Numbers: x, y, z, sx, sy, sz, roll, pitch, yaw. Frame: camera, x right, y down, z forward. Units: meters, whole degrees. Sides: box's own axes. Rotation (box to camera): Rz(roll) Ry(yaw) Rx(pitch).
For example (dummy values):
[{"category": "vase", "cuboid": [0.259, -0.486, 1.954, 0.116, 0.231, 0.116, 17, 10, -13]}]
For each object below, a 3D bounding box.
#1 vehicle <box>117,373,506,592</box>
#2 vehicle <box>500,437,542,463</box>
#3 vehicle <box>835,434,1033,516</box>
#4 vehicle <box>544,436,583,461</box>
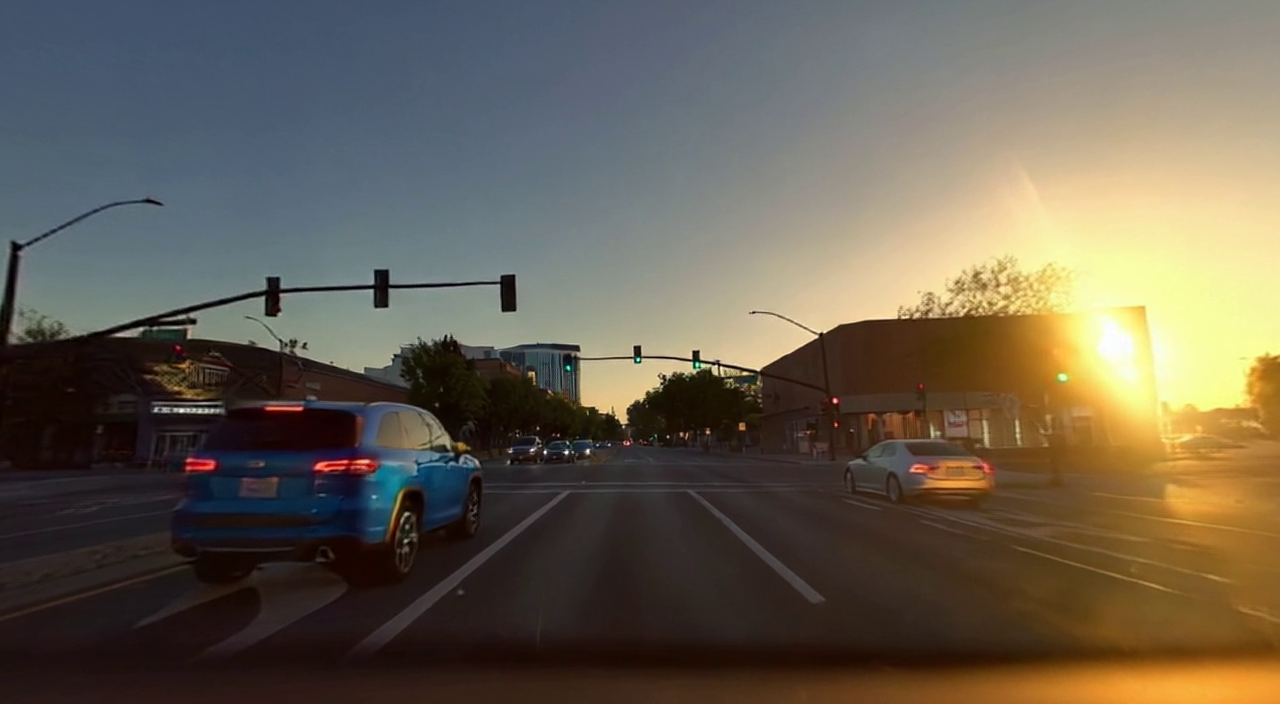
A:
[{"category": "vehicle", "cuboid": [-3.364, 1.494, 8.040, 2.313, 1.883, 5.016, 0, -8, -1]}, {"category": "vehicle", "cuboid": [-8.695, 7.193, 46.663, 2.273, 1.791, 4.809, 0, -8, -1]}, {"category": "vehicle", "cuboid": [6.086, 2.590, 13.897, 1.972, 1.476, 4.775, 0, -8, -1]}, {"category": "vehicle", "cuboid": [-5.749, 7.306, 47.994, 2.384, 1.787, 5.038, 0, -8, -1]}]
